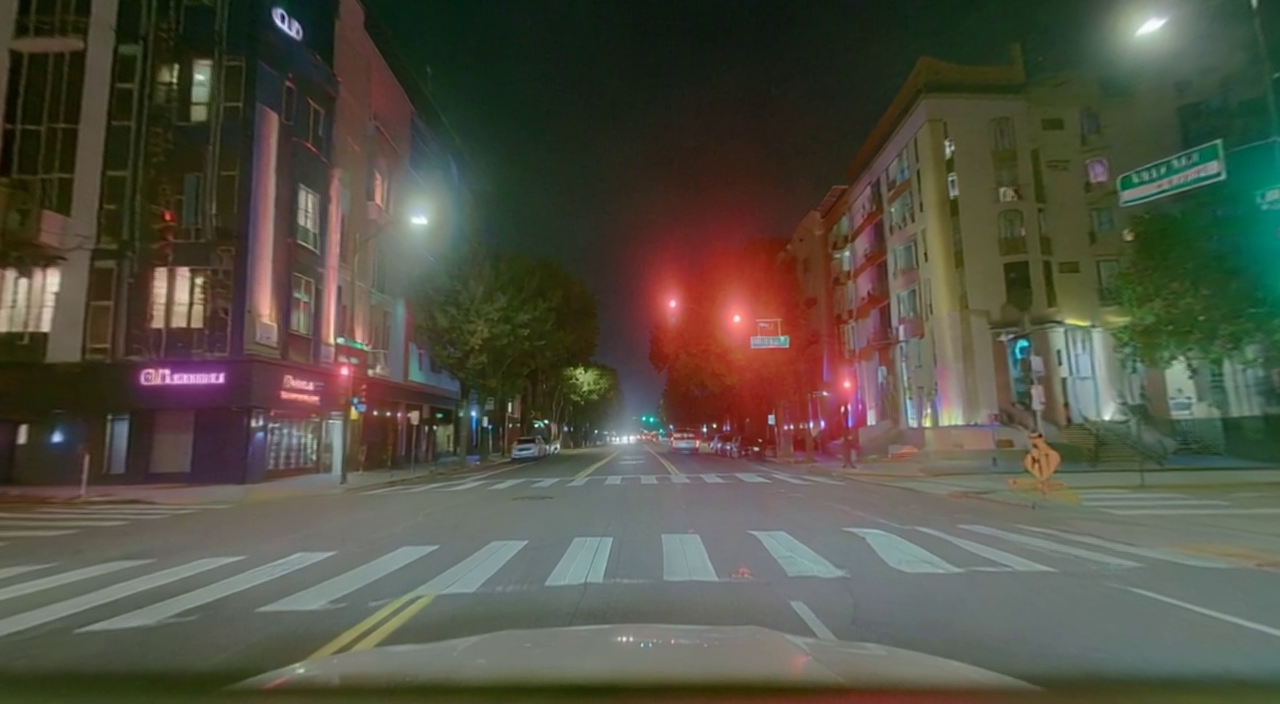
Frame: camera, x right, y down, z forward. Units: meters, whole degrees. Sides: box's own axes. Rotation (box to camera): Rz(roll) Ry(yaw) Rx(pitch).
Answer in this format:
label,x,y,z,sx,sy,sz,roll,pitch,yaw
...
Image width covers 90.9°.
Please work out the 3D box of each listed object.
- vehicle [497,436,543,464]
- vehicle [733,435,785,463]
label,x,y,z,sx,sy,sz,roll,pitch,yaw
vehicle,-7.249,5.933,38.400,2.127,1.533,4.547,-1,-8,-3
vehicle,6.937,5.711,37.259,1.997,1.510,4.455,1,-8,-2
